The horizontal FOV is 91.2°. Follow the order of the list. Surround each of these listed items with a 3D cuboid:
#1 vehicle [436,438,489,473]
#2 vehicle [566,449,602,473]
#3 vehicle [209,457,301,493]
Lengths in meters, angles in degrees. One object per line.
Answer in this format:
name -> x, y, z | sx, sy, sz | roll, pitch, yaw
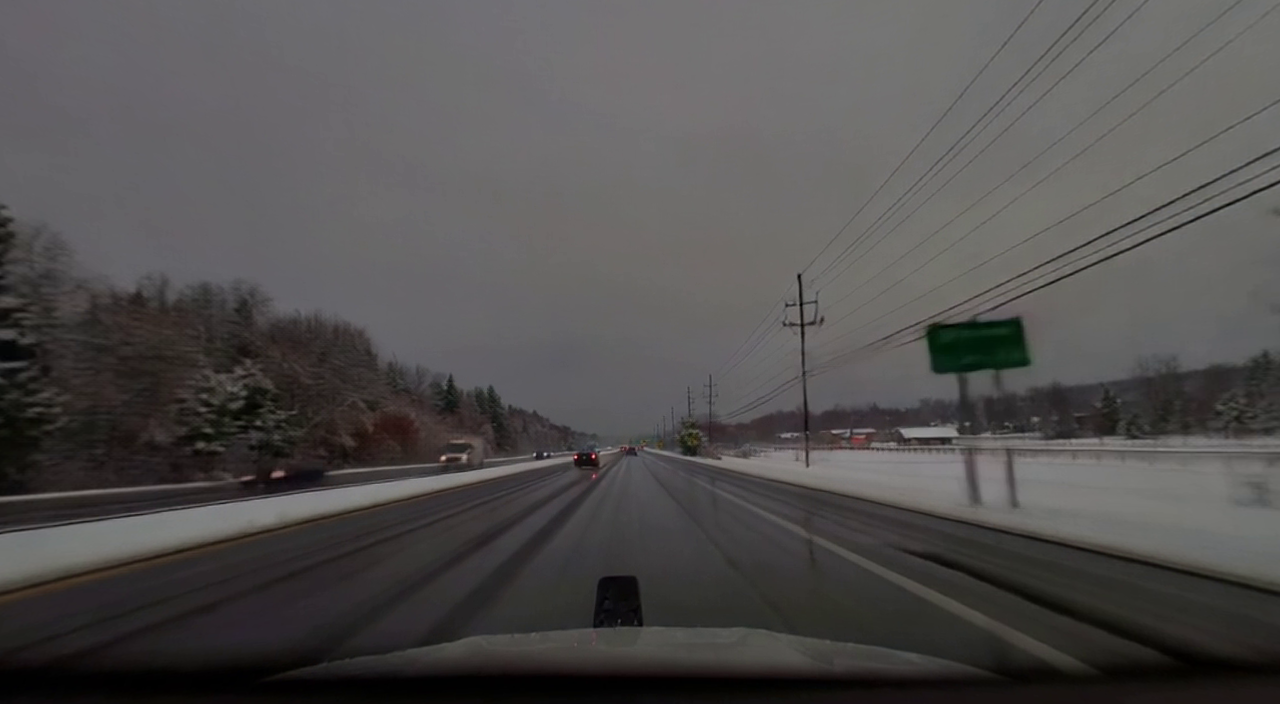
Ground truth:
vehicle -> -12.999, 7.623, 46.312 | 2.329, 2.393, 5.349 | 0, -9, 0
vehicle -> -3.824, 7.546, 43.591 | 2.123, 1.545, 4.404 | 0, -9, 0
vehicle -> -17.034, 5.439, 27.951 | 1.778, 1.456, 3.688 | 0, -9, 0
